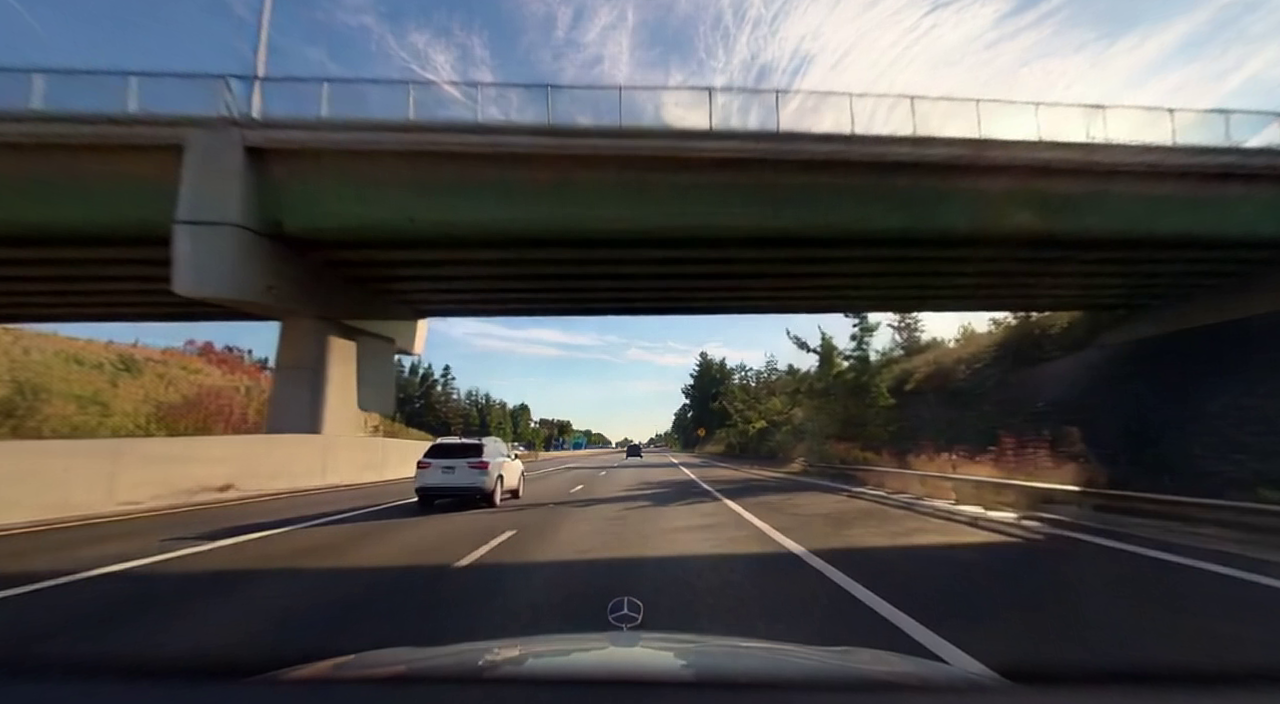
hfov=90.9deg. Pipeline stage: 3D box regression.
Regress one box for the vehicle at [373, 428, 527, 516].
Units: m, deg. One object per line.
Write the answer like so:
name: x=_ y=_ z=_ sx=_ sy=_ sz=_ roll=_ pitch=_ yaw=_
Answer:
vehicle: x=-4.274 y=2.800 z=15.184 sx=2.221 sy=1.750 sz=4.706 roll=0 pitch=-9 yaw=0
